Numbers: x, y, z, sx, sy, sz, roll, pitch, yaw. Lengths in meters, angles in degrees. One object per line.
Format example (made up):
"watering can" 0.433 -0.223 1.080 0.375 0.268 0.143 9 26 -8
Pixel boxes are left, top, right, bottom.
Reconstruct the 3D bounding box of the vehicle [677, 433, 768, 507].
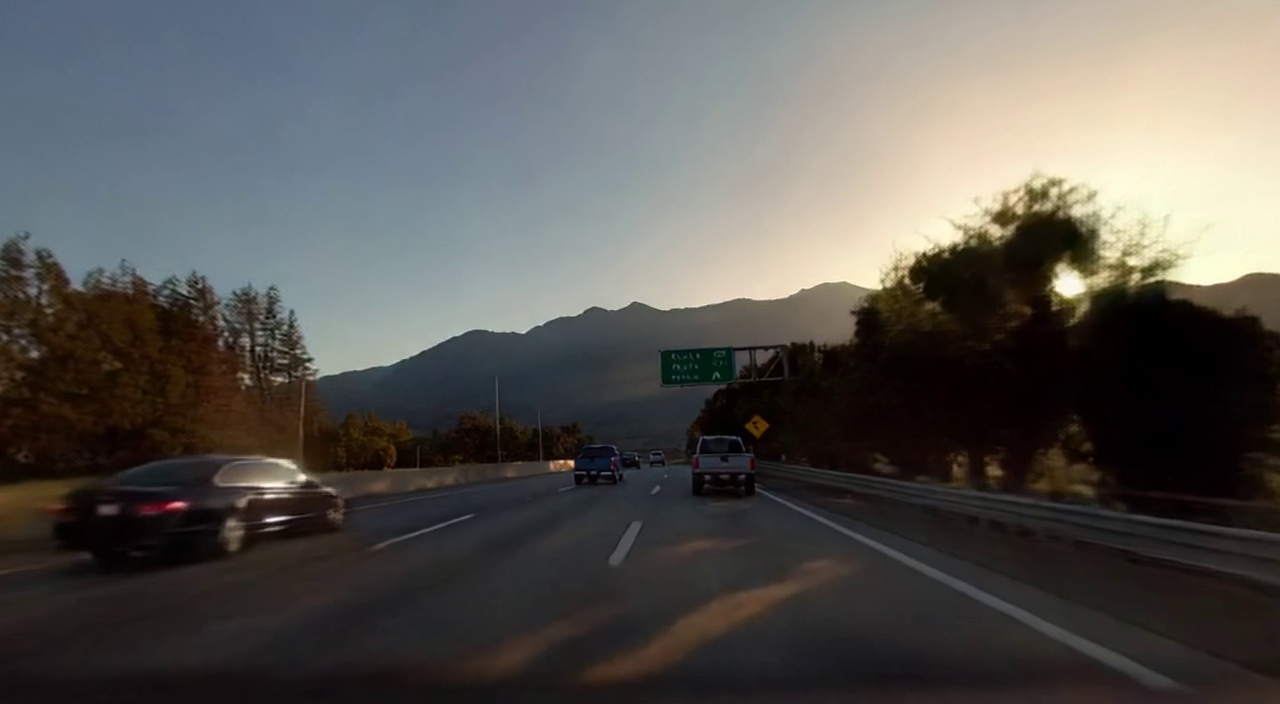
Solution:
"vehicle" 2.236 3.384 18.680 2.229 1.837 5.387 -1 -9 3

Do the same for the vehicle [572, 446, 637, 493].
"vehicle" -1.240 4.350 23.772 1.959 1.604 4.065 -1 -9 3

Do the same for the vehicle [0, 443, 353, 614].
"vehicle" -6.001 1.967 8.169 2.109 1.530 4.646 -1 -9 4
